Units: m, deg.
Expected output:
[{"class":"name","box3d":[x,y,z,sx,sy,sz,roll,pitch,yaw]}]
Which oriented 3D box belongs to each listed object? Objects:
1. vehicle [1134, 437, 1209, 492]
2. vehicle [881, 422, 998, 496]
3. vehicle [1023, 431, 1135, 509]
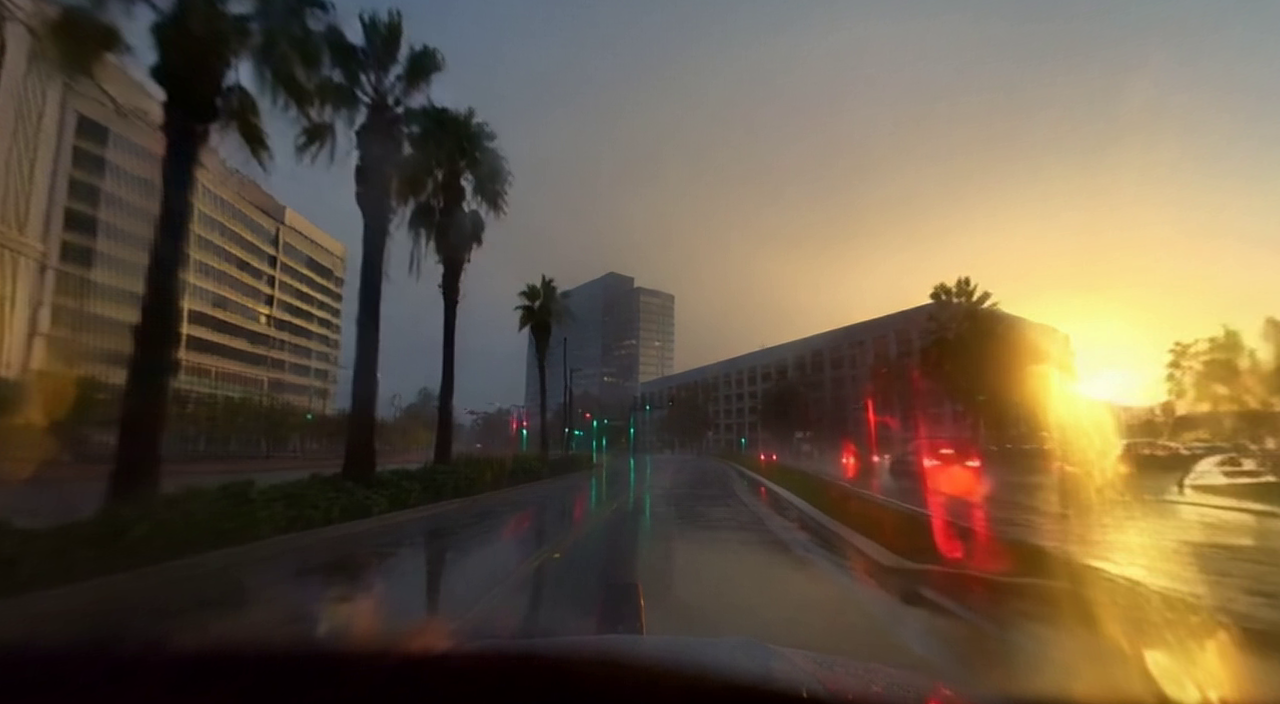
[{"class":"vehicle","box3d":[30.769,6.612,36.619,2.645,2.817,3.475,-10,-17,33]},{"class":"vehicle","box3d":[9.598,3.403,20.403,1.813,2.150,3.038,4,-7,-16]},{"class":"vehicle","box3d":[14.031,3.759,20.258,2.219,2.342,1.744,-1,-9,6]}]
